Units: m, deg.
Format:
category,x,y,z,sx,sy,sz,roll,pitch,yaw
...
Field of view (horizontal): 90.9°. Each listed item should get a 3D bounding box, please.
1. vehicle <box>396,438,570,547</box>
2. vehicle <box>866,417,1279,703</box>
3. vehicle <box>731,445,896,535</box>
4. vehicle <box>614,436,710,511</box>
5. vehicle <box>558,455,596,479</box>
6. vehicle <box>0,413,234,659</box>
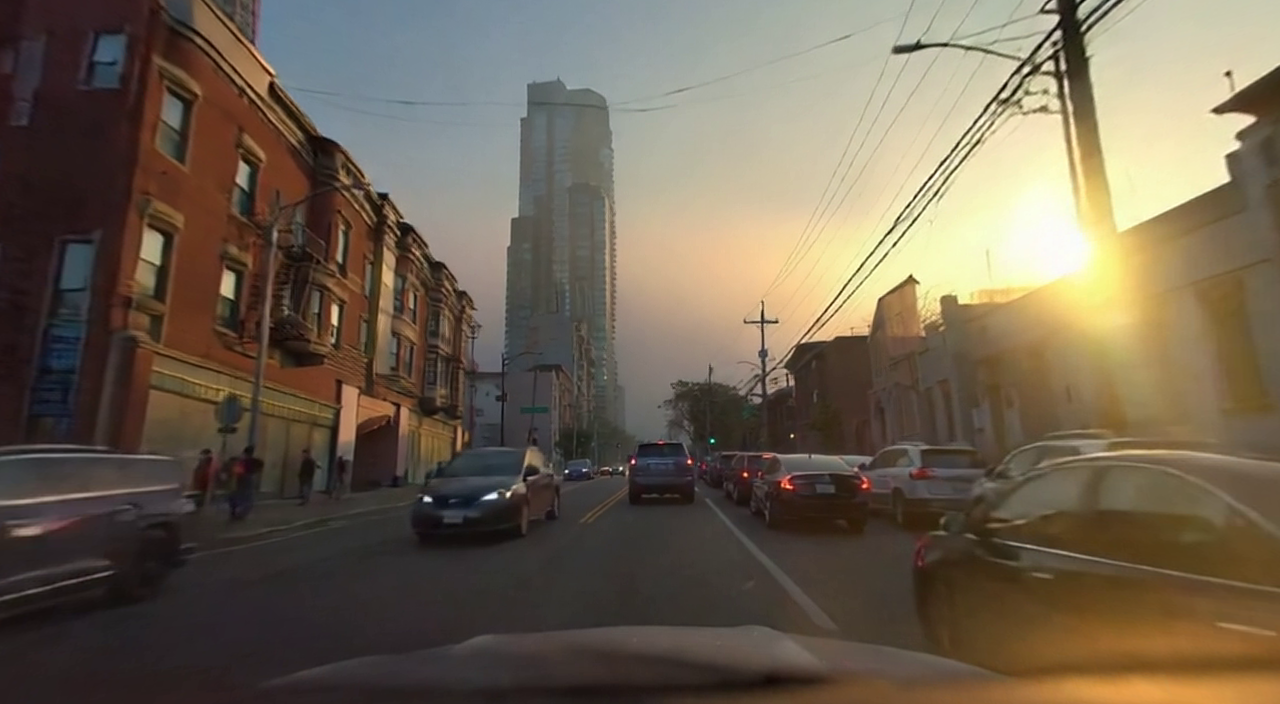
category,x,y,z,sx,sy,sz,roll,pitch,yaw
vehicle,-2.642,2.473,11.825,2.023,1.646,4.282,-1,-8,2
vehicle,2.853,1.086,2.936,2.029,1.460,4.451,-1,-8,1
vehicle,3.322,2.727,13.275,2.116,1.487,4.988,-1,-8,1
vehicle,0.530,3.153,16.862,2.232,1.736,4.036,0,-8,0
vehicle,-4.247,7.823,43.088,1.966,1.470,4.528,-1,-8,2
vehicle,-5.591,1.373,4.809,1.962,1.755,4.423,-1,-8,1
